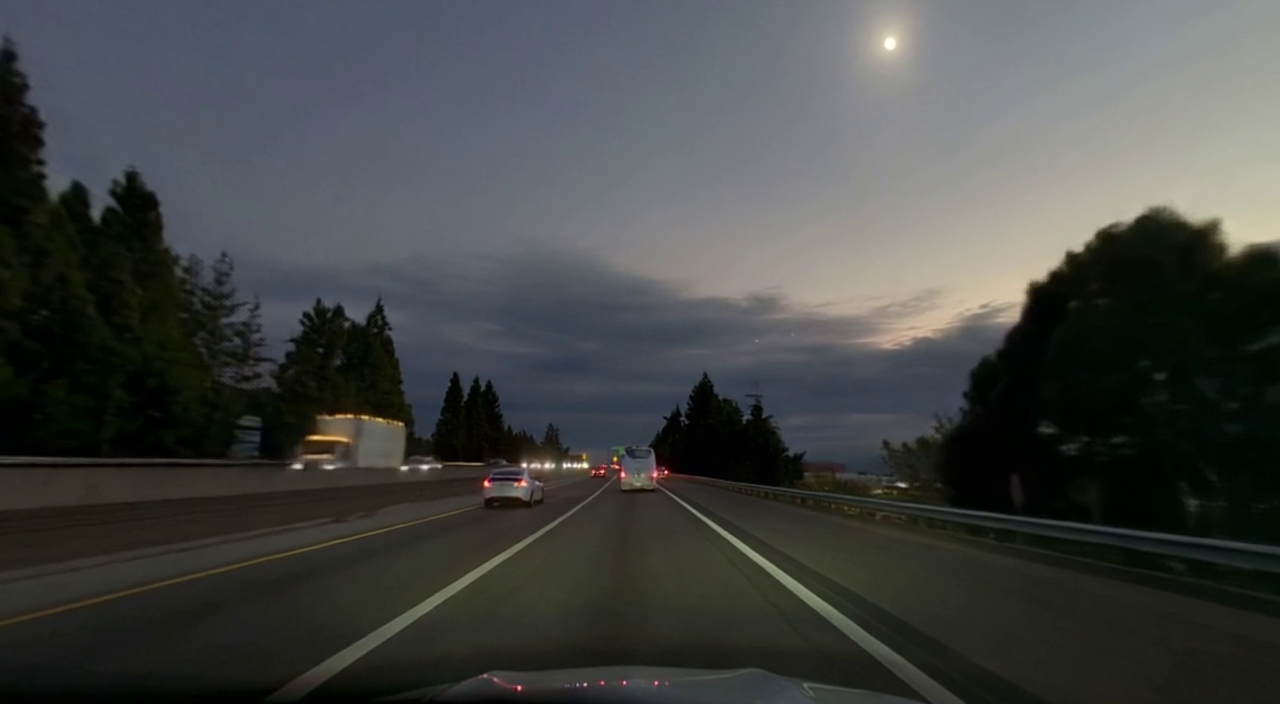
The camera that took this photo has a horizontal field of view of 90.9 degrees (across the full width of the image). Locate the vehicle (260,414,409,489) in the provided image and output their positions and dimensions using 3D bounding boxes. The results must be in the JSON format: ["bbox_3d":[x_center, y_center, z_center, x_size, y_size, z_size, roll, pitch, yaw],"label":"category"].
[{"bbox_3d":[-13.198,4.530,28.180,2.603,2.806,7.980,1,-10,0],"label":"vehicle"}]

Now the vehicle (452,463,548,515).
[{"bbox_3d":[-4.515,4.508,21.107,2.128,1.491,4.508,1,-10,1],"label":"vehicle"}]

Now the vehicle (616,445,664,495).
[{"bbox_3d":[-0.038,6.654,35.549,2.482,2.549,5.447,1,-10,-1],"label":"vehicle"}]
